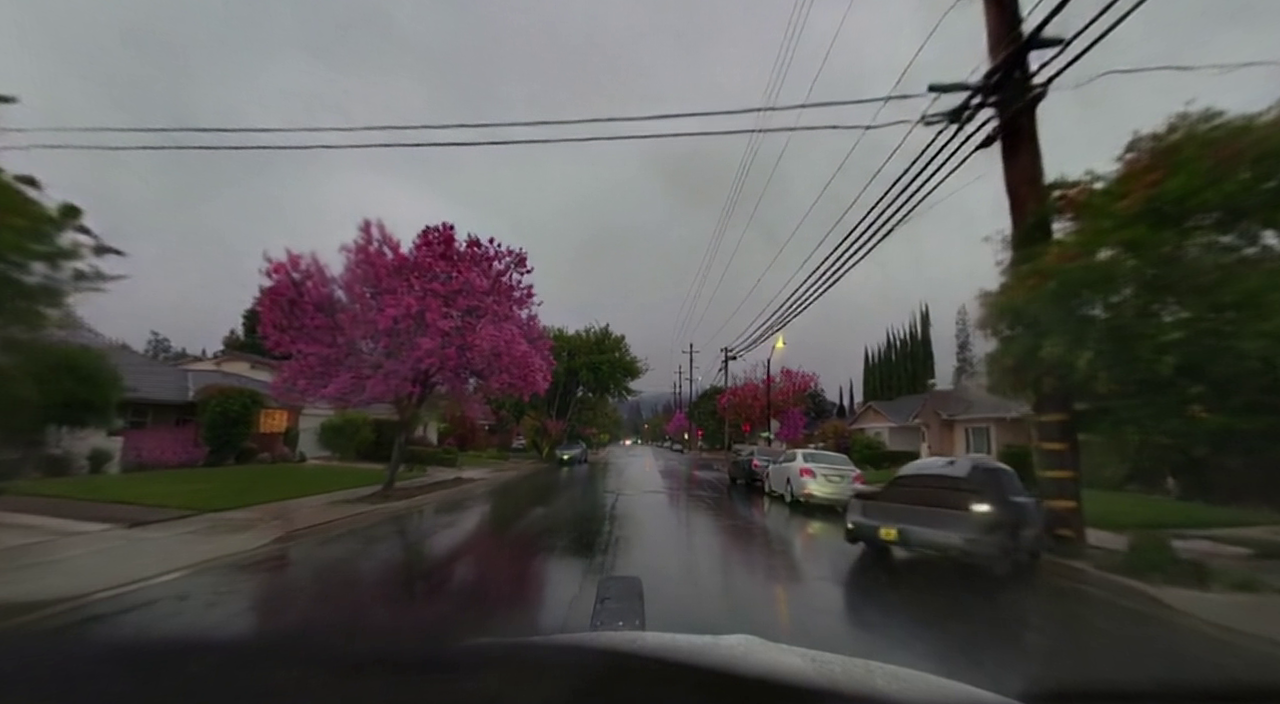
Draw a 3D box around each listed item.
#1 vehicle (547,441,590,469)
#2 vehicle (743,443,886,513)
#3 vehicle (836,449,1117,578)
[{"bbox_3d":[-4.274,6.235,38.534,1.938,1.508,4.481,0,-7,2],"label":"vehicle"},{"bbox_3d":[4.171,3.077,16.066,2.006,1.489,4.753,1,-8,-4],"label":"vehicle"},{"bbox_3d":[5.233,2.216,9.599,4.526,1.449,2.075,7,-11,-39],"label":"vehicle"}]
